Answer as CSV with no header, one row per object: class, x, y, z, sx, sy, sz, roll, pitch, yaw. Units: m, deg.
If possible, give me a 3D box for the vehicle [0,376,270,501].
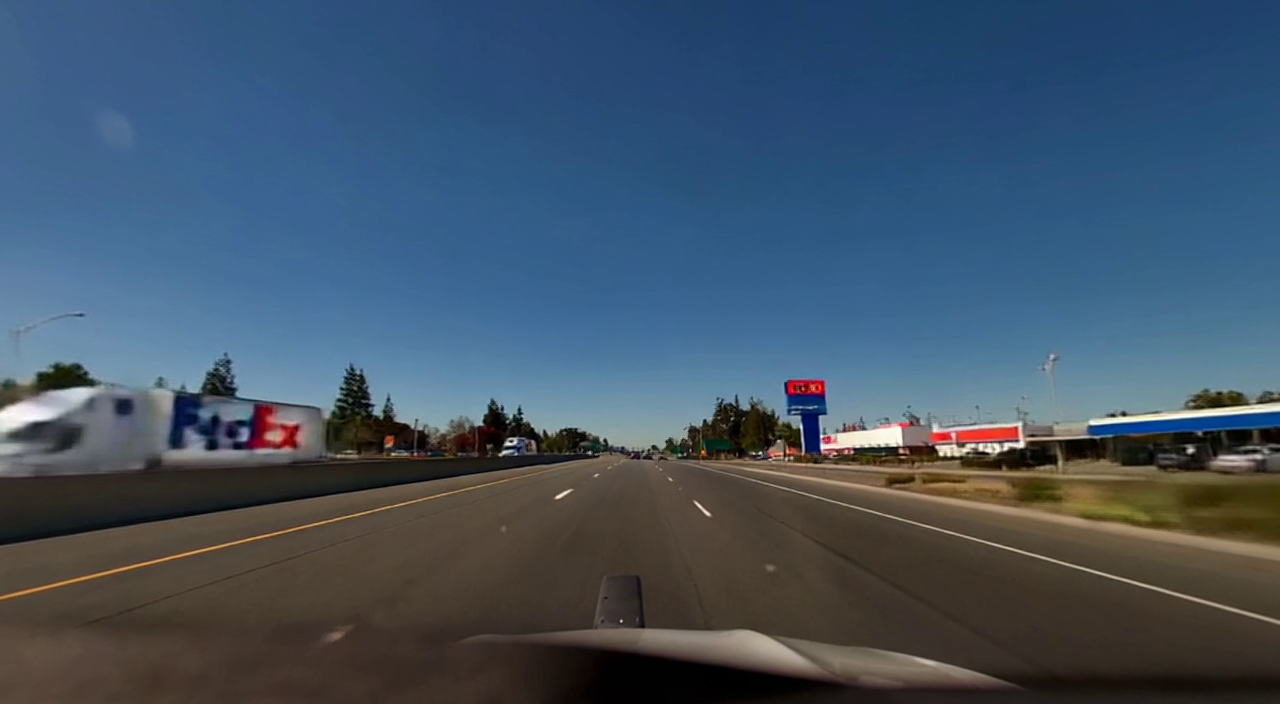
vehicle,-21.843,3.864,27.690,2.979,4.143,13.383,0,-9,0
